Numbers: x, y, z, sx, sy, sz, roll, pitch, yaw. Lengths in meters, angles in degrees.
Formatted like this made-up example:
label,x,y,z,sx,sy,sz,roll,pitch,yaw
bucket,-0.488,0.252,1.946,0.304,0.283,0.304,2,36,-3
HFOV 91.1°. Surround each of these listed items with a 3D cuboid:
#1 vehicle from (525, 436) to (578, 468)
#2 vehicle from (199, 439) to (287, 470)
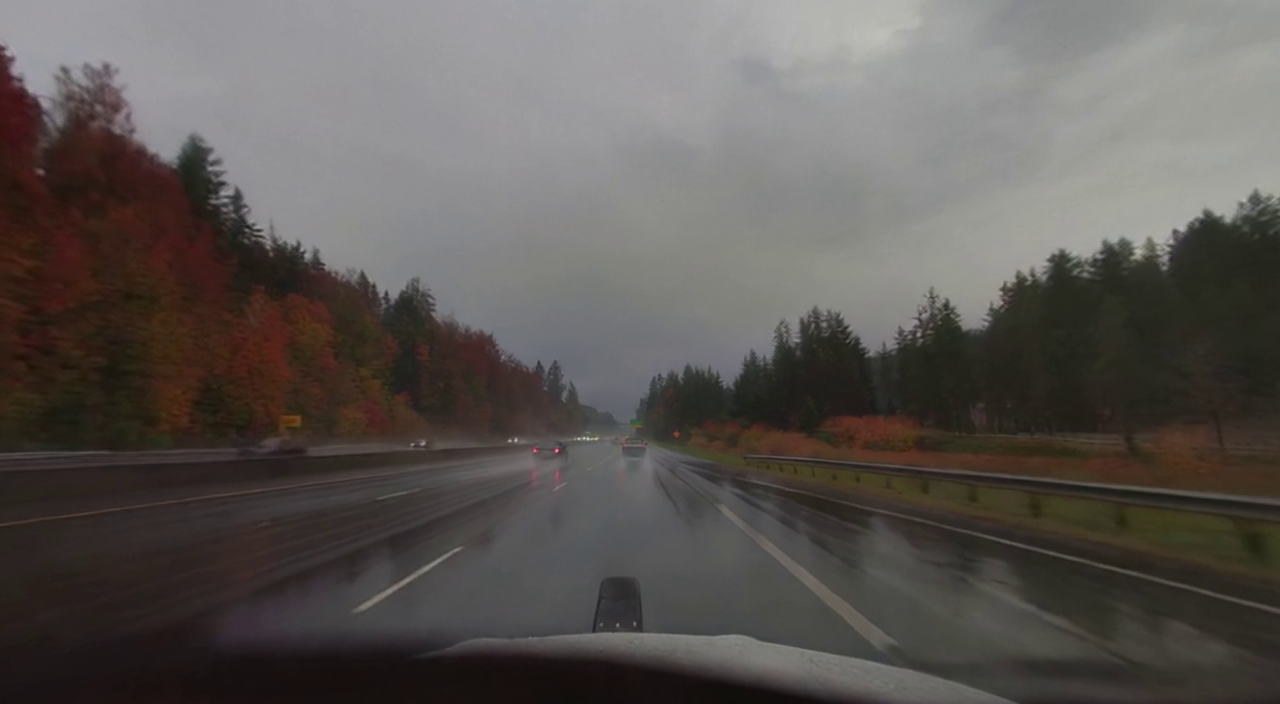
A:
label,x,y,z,sx,sy,sz,roll,pitch,yaw
vehicle,-4.403,5.052,31.980,2.004,1.497,4.260,0,-8,1
vehicle,-21.074,5.411,33.607,1.840,1.499,4.295,0,-8,1
